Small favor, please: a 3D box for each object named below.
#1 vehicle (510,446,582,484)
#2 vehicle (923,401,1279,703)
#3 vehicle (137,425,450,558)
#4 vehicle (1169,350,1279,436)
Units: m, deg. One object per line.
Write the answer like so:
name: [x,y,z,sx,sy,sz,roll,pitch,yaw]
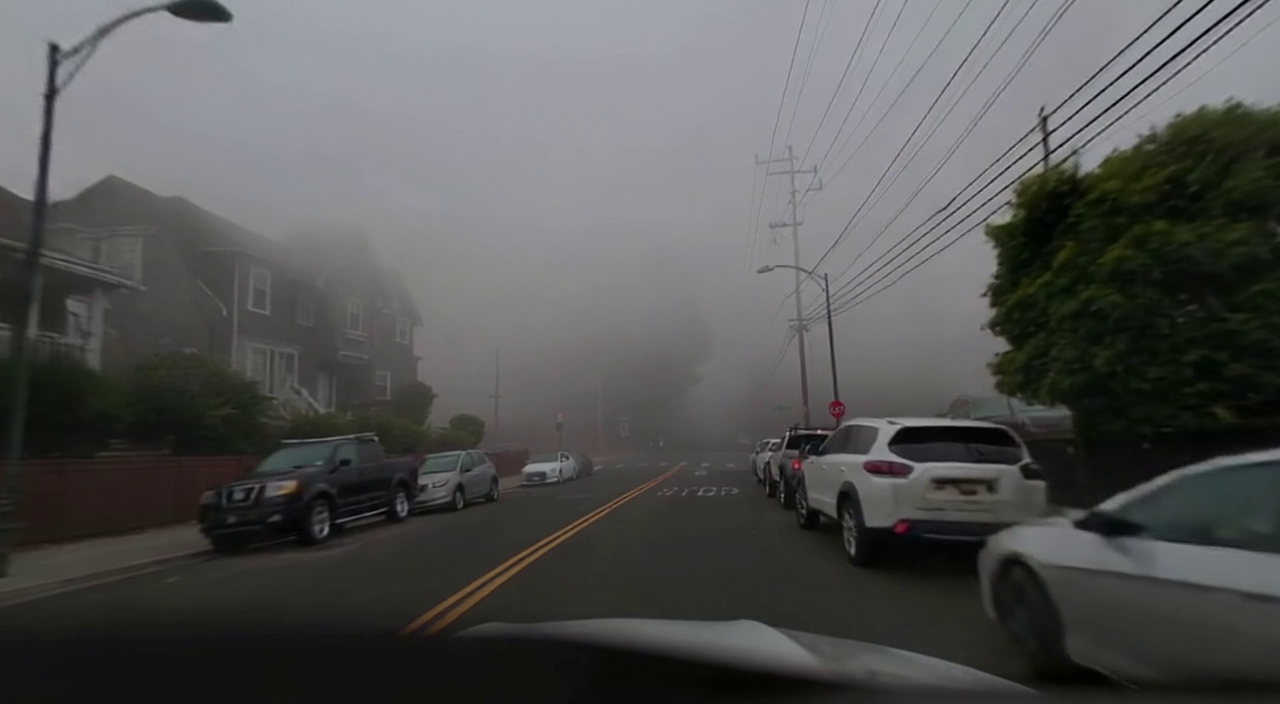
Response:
vehicle: [-4.000,4.908,27.769,2.098,1.454,4.449,-1,-8,5]
vehicle: [3.034,0.917,2.150,1.873,1.489,4.761,0,-8,-1]
vehicle: [-6.117,2.516,12.443,2.359,1.947,5.833,-1,-8,7]
vehicle: [12.082,0.666,10.749,1.870,1.454,4.808,0,-8,-2]
